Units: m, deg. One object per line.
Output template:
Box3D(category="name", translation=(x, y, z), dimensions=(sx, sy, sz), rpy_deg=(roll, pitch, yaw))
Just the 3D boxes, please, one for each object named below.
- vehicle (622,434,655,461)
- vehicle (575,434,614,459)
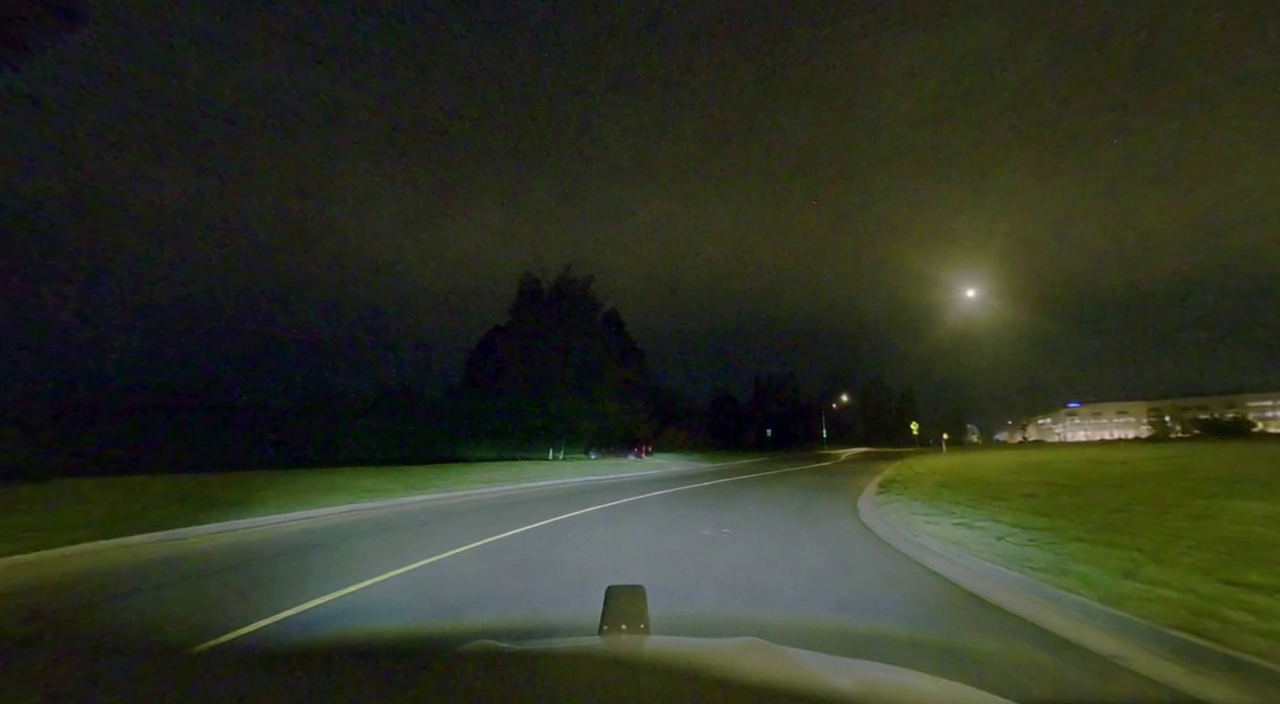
Box3D(category="vehicle", translation=(-0.182, 6.927, 45.606), dimensions=(2.244, 1.796, 5.170), rpy_deg=(0, -9, -2))
Box3D(category="vehicle", translation=(-3.445, 7.030, 46.916), dimensions=(2.192, 1.740, 4.521), rpy_deg=(2, -9, -13))
